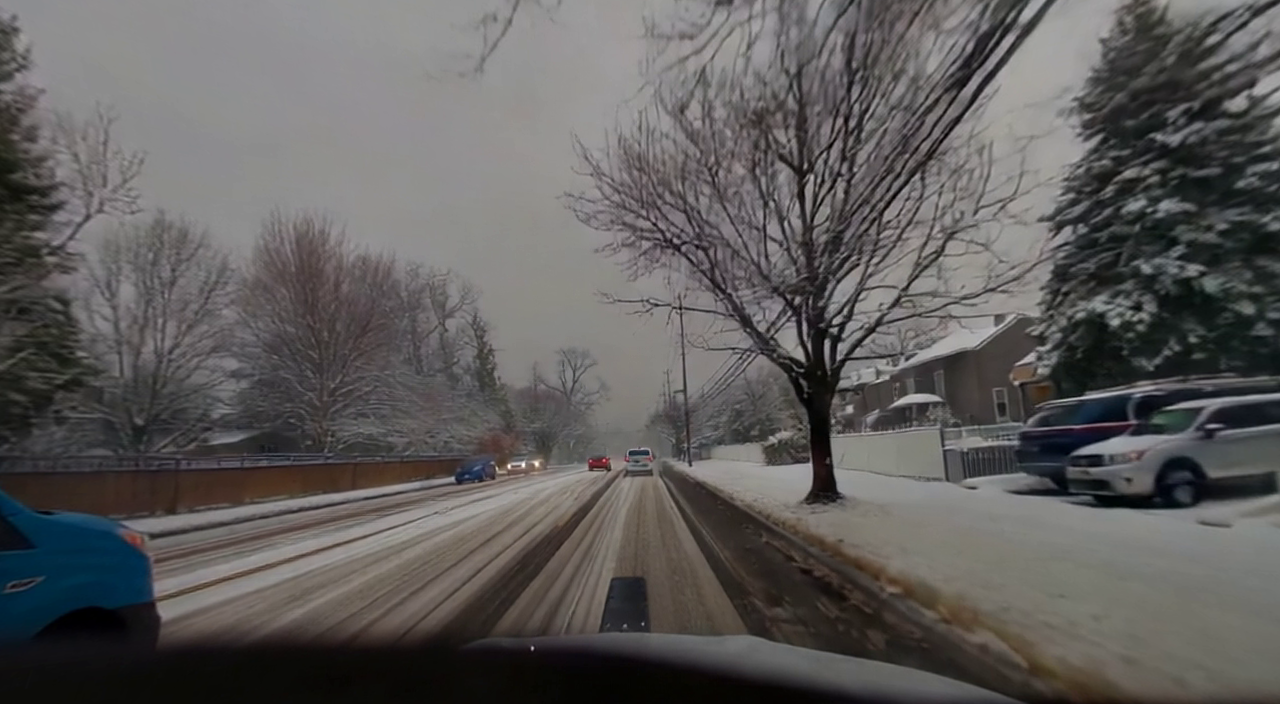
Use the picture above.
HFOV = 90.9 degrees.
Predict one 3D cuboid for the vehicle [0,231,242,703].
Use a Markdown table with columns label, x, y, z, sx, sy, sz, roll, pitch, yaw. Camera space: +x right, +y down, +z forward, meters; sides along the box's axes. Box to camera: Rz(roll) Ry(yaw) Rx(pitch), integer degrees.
| label | x | y | z | sx | sy | sz | roll | pitch | yaw |
| --- | --- | --- | --- | --- | --- | --- | --- | --- | --- |
| vehicle | -3.362 | 0.397 | 0.424 | 2.336 | 2.152 | 5.866 | 0 | -9 | 0 |

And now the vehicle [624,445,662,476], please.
| label | x | y | z | sx | sy | sz | roll | pitch | yaw |
| --- | --- | --- | --- | --- | --- | --- | --- | --- | --- |
| vehicle | 0.205 | 6.359 | 37.193 | 2.120 | 1.718 | 3.909 | 0 | -9 | 0 |

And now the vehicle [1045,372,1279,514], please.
| label | x | y | z | sx | sy | sz | roll | pitch | yaw |
| --- | --- | --- | --- | --- | --- | --- | --- | --- | --- |
| vehicle | 8.884 | 1.283 | 9.537 | 3.992 | 1.722 | 1.911 | -6 | -9 | 2 |

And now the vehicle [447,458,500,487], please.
| label | x | y | z | sx | sy | sz | roll | pitch | yaw |
| --- | --- | --- | --- | --- | --- | --- | --- | --- | --- |
| vehicle | -9.815 | 7.150 | 37.517 | 1.879 | 1.494 | 4.445 | -2 | -9 | 1 |

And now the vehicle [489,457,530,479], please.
| label | x | y | z | sx | sy | sz | roll | pitch | yaw |
| --- | --- | --- | --- | --- | --- | --- | --- | --- | --- |
| vehicle | -9.606 | 8.602 | 46.873 | 2.068 | 1.480 | 4.641 | 0 | -9 | 0 |

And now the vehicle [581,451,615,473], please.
| label | x | y | z | sx | sy | sz | roll | pitch | yaw |
| --- | --- | --- | --- | --- | --- | --- | --- | --- | --- |
| vehicle | -2.917 | 7.777 | 44.640 | 1.968 | 1.472 | 4.489 | 0 | -9 | 2 |
